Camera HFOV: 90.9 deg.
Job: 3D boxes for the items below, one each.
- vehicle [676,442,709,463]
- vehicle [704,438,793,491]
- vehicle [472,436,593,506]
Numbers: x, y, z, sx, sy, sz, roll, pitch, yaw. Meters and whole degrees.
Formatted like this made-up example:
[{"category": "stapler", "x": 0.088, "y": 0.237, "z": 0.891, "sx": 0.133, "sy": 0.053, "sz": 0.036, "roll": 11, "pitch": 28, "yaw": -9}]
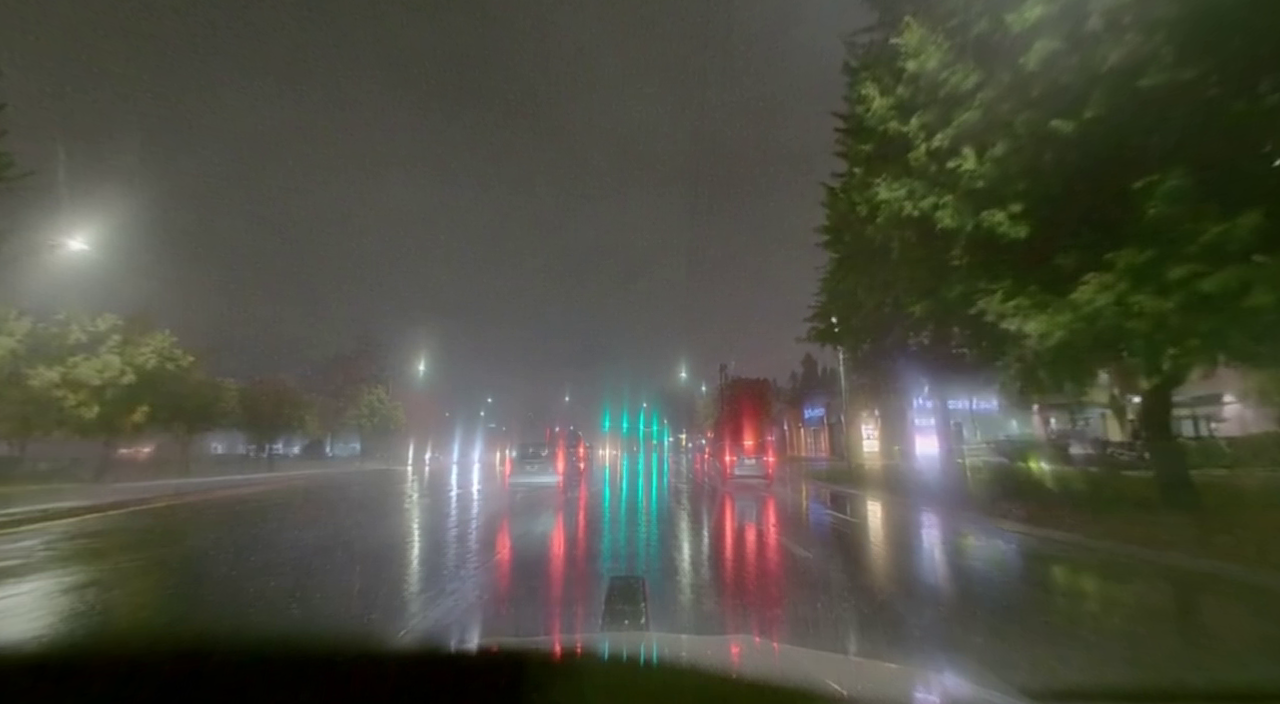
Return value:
[{"category": "vehicle", "x": 3.781, "y": 7.294, "z": 45.950, "sx": 1.913, "sy": 1.463, "sz": 4.198, "roll": 0, "pitch": -8, "yaw": -1}, {"category": "vehicle", "x": 3.277, "y": 3.492, "z": 19.951, "sx": 1.948, "sy": 1.474, "sz": 4.360, "roll": 0, "pitch": -8, "yaw": -1}, {"category": "vehicle", "x": -2.404, "y": 2.771, "z": 15.156, "sx": 1.971, "sy": 1.433, "sz": 3.923, "roll": 0, "pitch": -8, "yaw": 4}]
